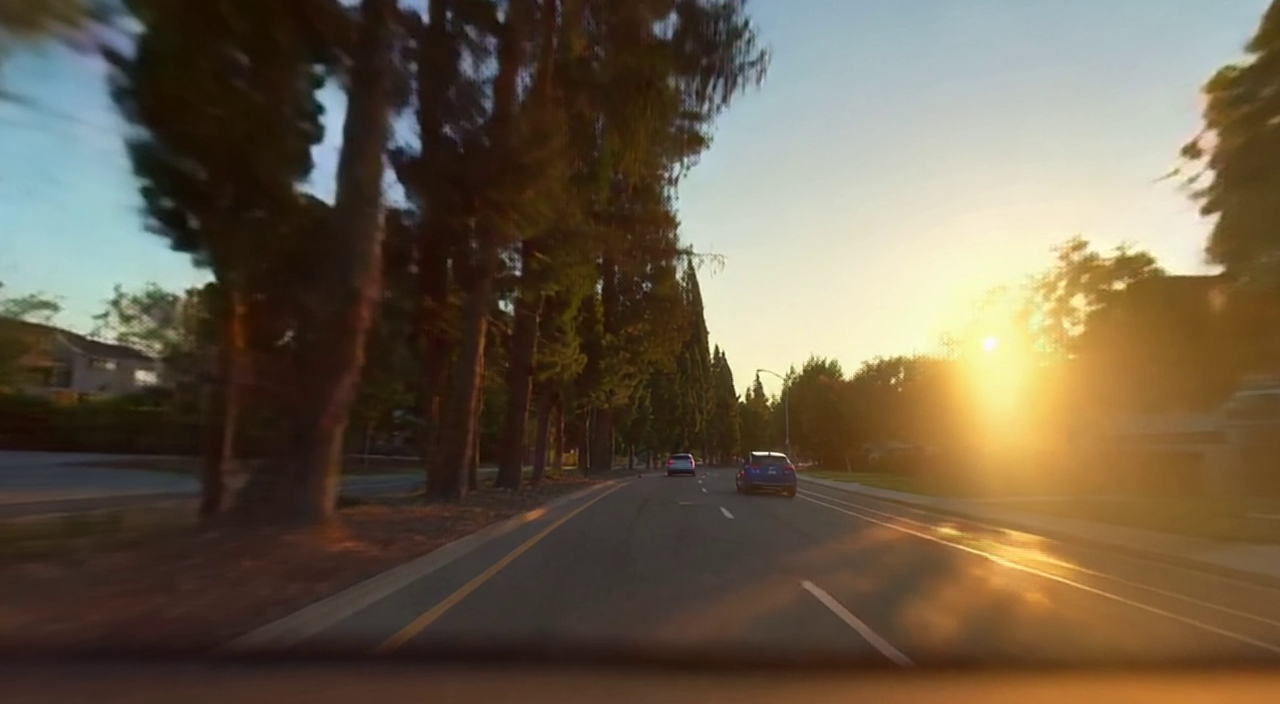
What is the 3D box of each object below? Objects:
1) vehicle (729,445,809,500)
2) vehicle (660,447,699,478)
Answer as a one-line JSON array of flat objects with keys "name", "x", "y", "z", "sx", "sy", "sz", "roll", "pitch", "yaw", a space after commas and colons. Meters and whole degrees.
[{"name": "vehicle", "x": 4.275, "y": 4.042, "z": 21.509, "sx": 1.971, "sy": 1.663, "sz": 4.287, "roll": 0, "pitch": -8, "yaw": 2}, {"name": "vehicle", "x": 2.640, "y": 7.117, "z": 40.741, "sx": 2.251, "sy": 1.822, "sz": 4.391, "roll": -1, "pitch": -9, "yaw": 7}]
